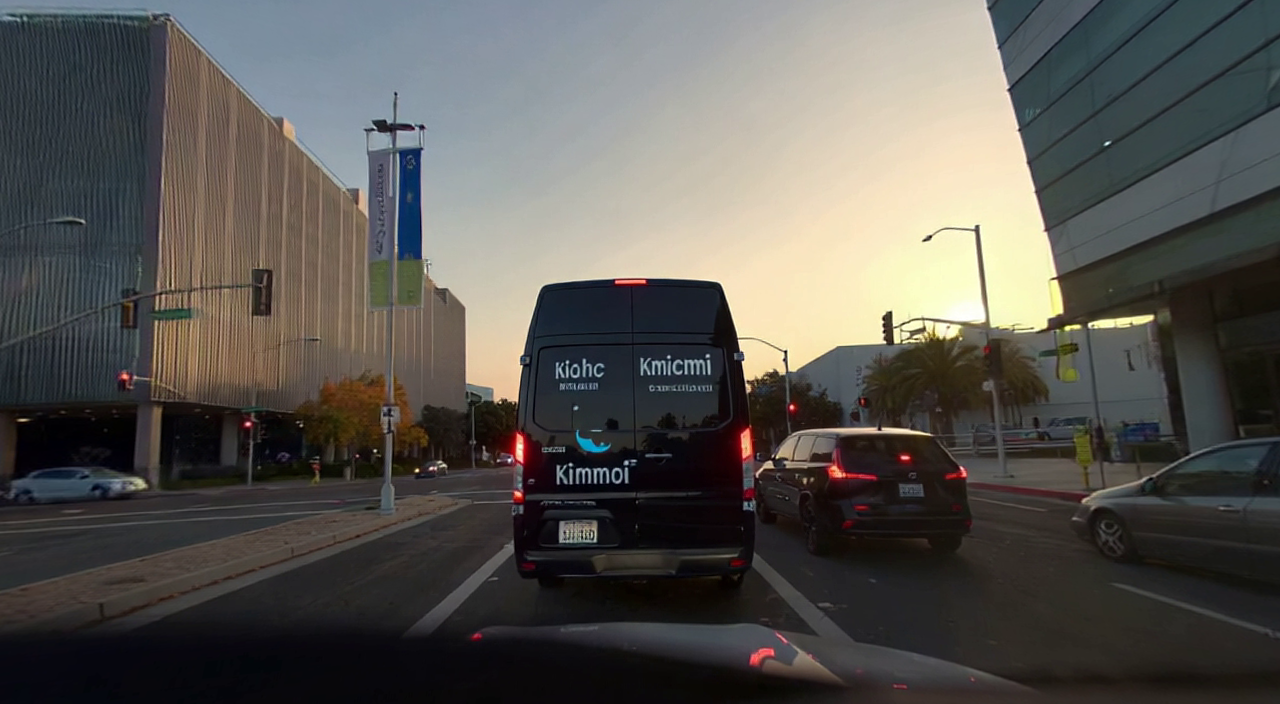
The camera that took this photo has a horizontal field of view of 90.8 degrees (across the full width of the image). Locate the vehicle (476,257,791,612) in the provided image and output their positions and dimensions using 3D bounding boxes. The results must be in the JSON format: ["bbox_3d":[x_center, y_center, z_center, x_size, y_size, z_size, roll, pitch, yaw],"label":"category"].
[{"bbox_3d":[-0.015,1.189,9.088,2.613,3.035,7.342,0,-8,1],"label":"vehicle"}]

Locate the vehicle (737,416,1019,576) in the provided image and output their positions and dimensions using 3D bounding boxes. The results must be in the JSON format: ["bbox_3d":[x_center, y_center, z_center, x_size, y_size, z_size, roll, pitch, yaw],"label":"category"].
[{"bbox_3d":[2.887,1.867,9.040,2.183,1.676,4.506,0,-8,-1],"label":"vehicle"}]

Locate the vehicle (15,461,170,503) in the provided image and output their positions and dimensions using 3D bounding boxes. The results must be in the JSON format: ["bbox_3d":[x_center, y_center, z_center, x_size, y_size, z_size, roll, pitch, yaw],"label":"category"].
[{"bbox_3d":[-23.087,5.481,26.799,4.659,1.615,1.944,0,-8,-1],"label":"vehicle"}]

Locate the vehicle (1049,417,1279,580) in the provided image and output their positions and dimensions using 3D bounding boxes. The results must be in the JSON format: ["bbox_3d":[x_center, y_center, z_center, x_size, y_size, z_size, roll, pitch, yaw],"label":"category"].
[{"bbox_3d":[7.529,1.577,6.990,1.963,1.669,4.678,3,-9,-20],"label":"vehicle"}]
